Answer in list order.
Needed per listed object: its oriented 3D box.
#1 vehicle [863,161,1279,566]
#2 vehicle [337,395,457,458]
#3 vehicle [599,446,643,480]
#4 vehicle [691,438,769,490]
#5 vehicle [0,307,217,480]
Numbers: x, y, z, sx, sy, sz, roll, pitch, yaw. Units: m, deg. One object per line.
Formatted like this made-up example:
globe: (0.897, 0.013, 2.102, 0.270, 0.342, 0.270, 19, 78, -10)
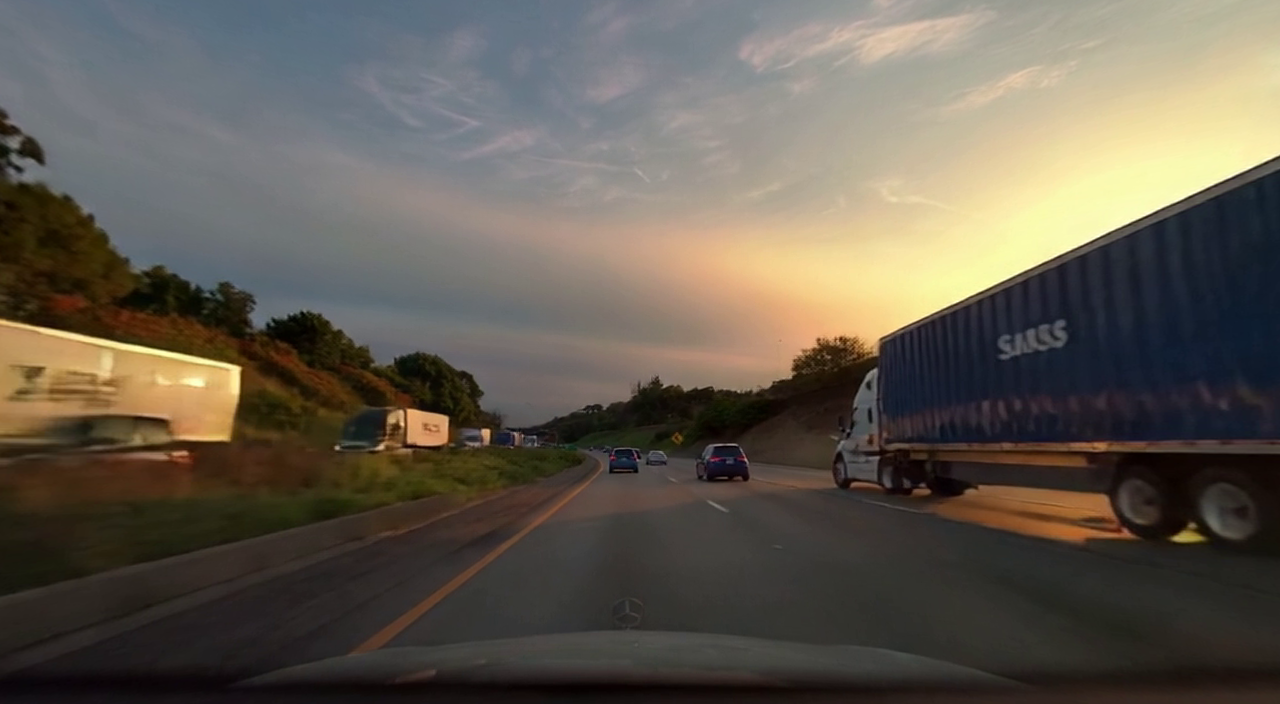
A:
vehicle: (7.813, 0.763, 10.364, 2.965, 3.990, 14.227, 0, -9, -1)
vehicle: (-17.314, 5.899, 46.955, 2.926, 3.856, 16.459, 1, -9, -2)
vehicle: (-0.940, 5.494, 31.384, 2.050, 1.534, 3.771, 0, -9, -2)
vehicle: (2.996, 3.863, 21.882, 2.013, 1.623, 3.916, 0, -9, -2)
vehicle: (-16.440, 1.019, 15.003, 2.877, 4.006, 14.271, 0, -9, 0)
